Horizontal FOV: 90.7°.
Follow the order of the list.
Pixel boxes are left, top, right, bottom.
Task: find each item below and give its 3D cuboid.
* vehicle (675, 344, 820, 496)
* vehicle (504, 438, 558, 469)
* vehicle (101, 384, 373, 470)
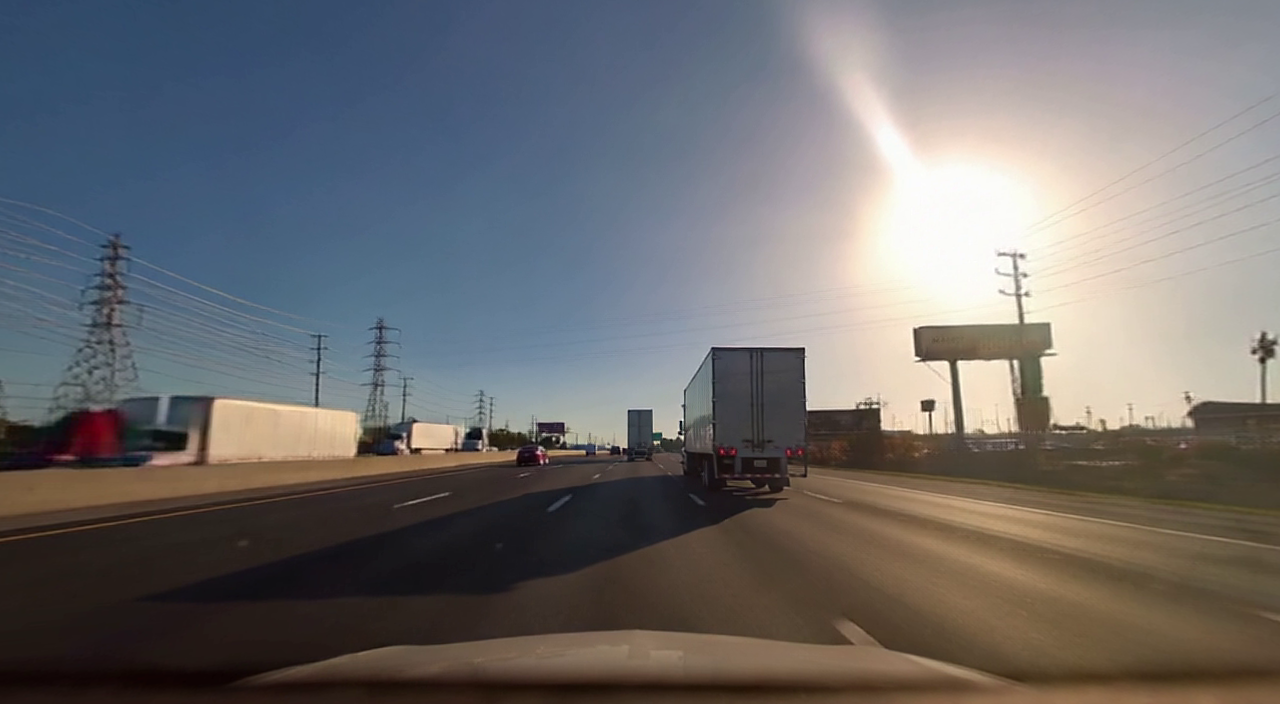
[{"bbox_3d":[3.378,3.078,25.571,2.892,4.152,16.575,0,-9,0],"label":"vehicle"},{"bbox_3d":[-7.195,6.810,42.471,2.425,1.917,5.647,0,-9,2],"label":"vehicle"},{"bbox_3d":[-20.979,4.675,36.090,2.894,3.626,18.648,0,-9,2],"label":"vehicle"}]
